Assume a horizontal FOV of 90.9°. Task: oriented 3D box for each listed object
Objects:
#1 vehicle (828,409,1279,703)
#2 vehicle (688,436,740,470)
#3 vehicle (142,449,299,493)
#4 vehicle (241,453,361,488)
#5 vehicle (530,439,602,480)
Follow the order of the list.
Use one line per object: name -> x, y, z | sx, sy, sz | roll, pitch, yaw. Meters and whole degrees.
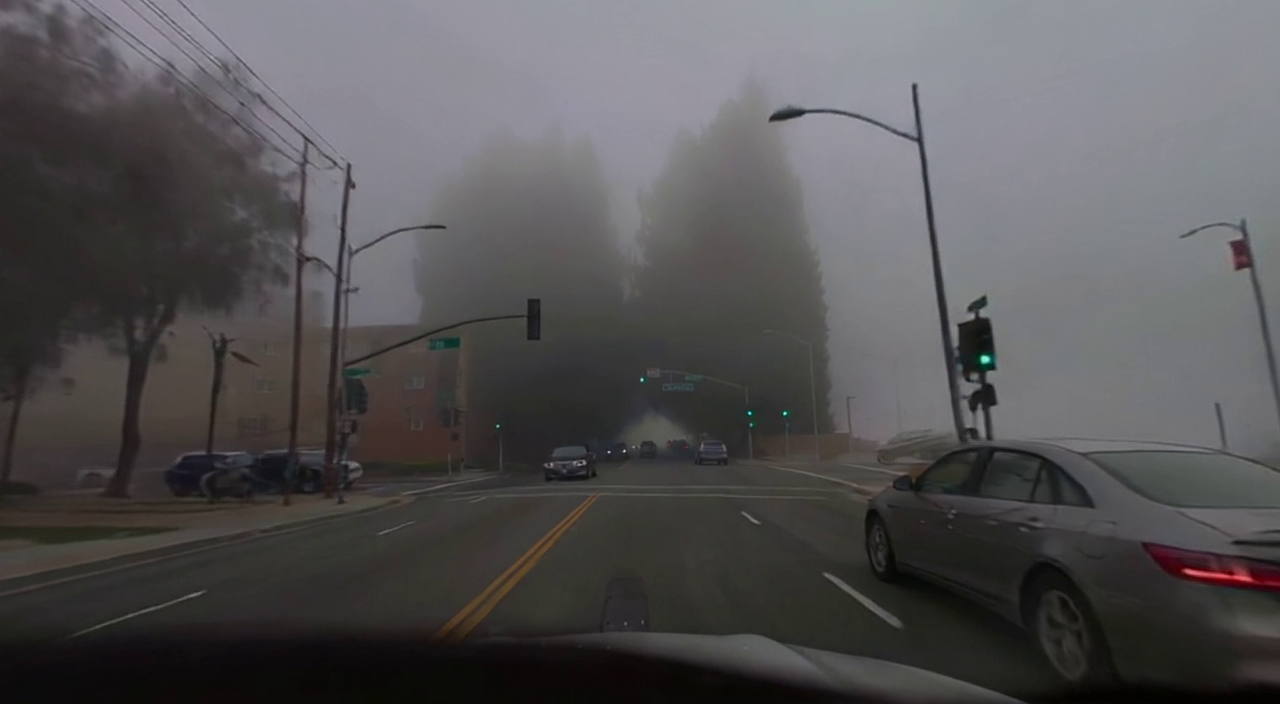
vehicle -> 3.308, 1.354, 5.072 | 2.072, 1.471, 4.834 | 0, -9, 0
vehicle -> 3.650, 5.135, 32.076 | 2.035, 1.564, 4.719 | 0, -9, -1
vehicle -> -18.028, 5.119, 27.241 | 5.361, 1.767, 2.179 | -1, -9, 5
vehicle -> -16.148, 5.641, 30.145 | 4.540, 1.546, 2.157 | -2, -9, 8
vehicle -> -3.238, 4.870, 28.811 | 2.519, 1.689, 5.200 | 0, -9, 1
